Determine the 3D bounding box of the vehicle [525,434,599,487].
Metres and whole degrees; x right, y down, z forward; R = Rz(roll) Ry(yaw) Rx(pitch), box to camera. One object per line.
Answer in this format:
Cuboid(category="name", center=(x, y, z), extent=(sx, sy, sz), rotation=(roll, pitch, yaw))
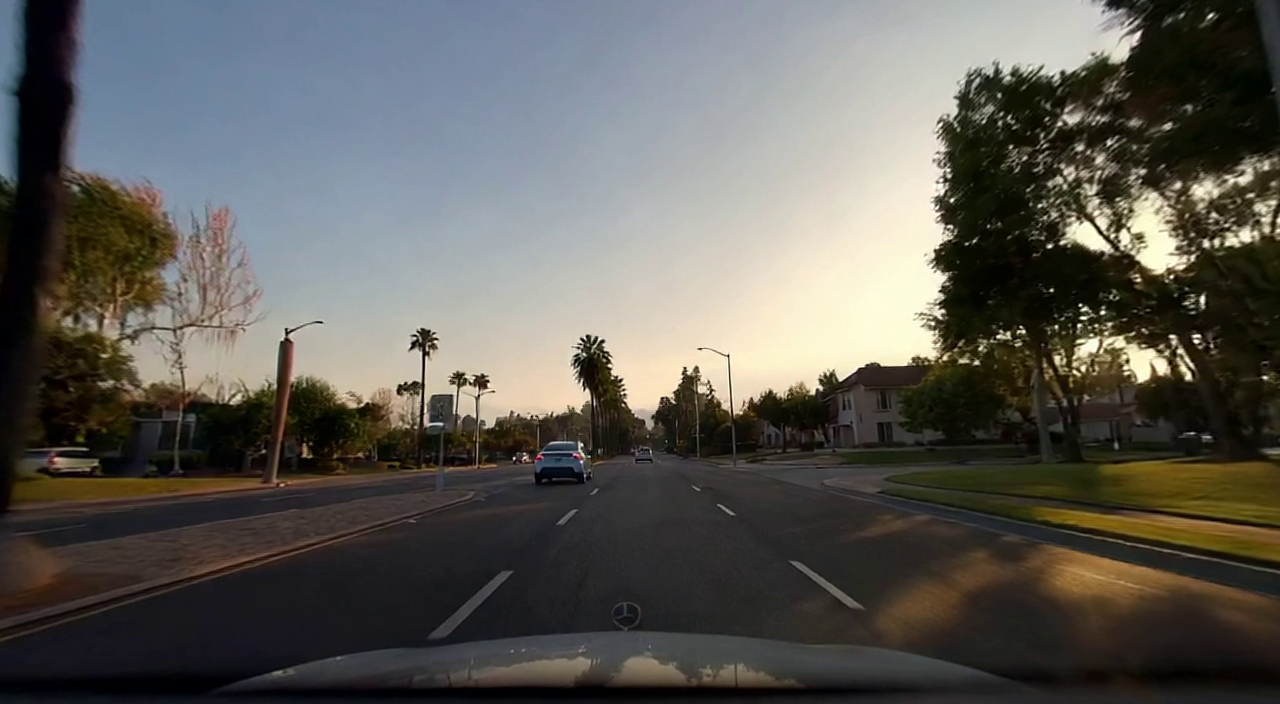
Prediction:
Cuboid(category="vehicle", center=(-3.128, 4.531, 26.612), extent=(2.370, 1.968, 5.698), rotation=(0, -9, 1))
